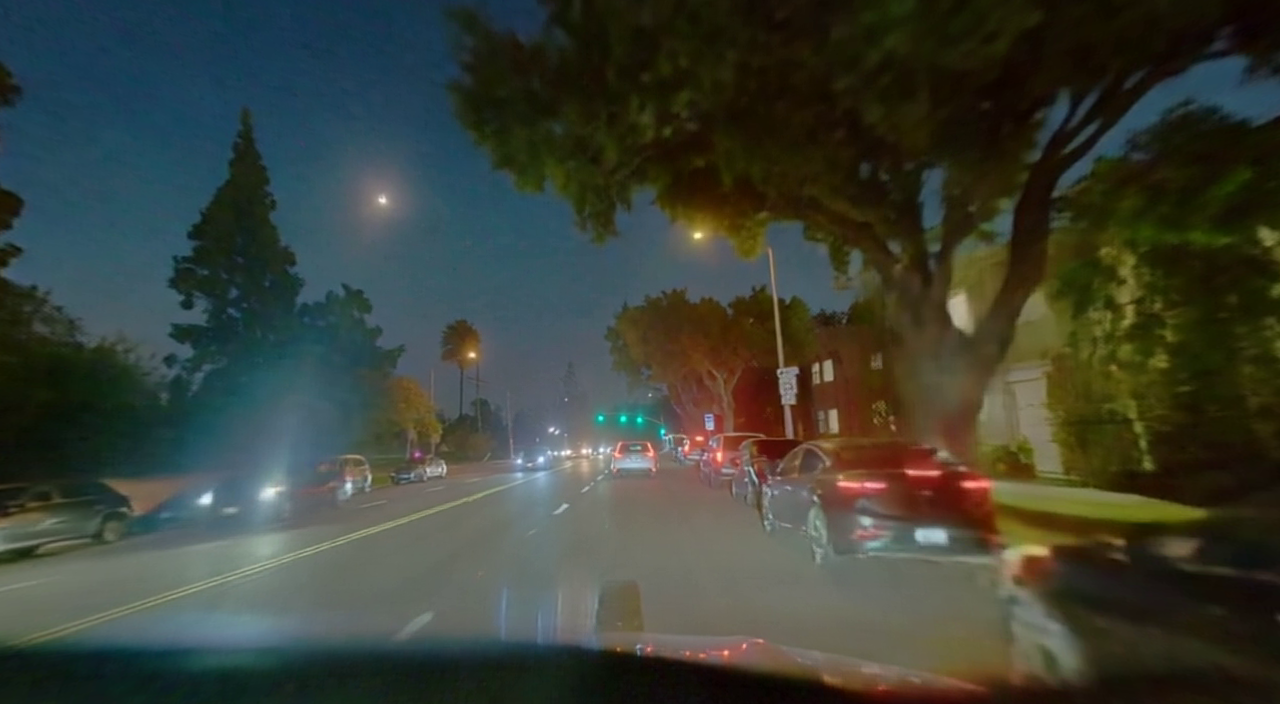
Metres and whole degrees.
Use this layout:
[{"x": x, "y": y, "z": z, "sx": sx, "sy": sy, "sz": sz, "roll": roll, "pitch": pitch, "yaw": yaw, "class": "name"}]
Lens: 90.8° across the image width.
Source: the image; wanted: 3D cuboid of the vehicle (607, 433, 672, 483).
[{"x": -0.013, "y": 3.682, "z": 22.233, "sx": 2.041, "sy": 1.575, "sz": 4.304, "roll": 0, "pitch": -8, "yaw": 0, "class": "vehicle"}]

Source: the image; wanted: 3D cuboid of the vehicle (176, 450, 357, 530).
[{"x": -9.017, "y": 3.316, "z": 15.771, "sx": 1.918, "sy": 1.648, "sz": 4.163, "roll": 0, "pitch": -8, "yaw": 0, "class": "vehicle"}]

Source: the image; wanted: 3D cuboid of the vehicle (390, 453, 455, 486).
[{"x": -12.076, "y": 6.543, "z": 35.417, "sx": 2.070, "sy": 1.610, "sz": 4.356, "roll": 0, "pitch": -8, "yaw": 1, "class": "vehicle"}]

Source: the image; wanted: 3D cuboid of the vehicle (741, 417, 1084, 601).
[{"x": 2.637, "y": 1.642, "z": 7.612, "sx": 2.030, "sy": 1.505, "sz": 4.626, "roll": 0, "pitch": -8, "yaw": 0, "class": "vehicle"}]

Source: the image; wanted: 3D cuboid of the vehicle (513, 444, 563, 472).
[{"x": -5.803, "y": 6.086, "z": 36.451, "sx": 1.987, "sy": 1.478, "sz": 4.693, "roll": 0, "pitch": -8, "yaw": 1, "class": "vehicle"}]

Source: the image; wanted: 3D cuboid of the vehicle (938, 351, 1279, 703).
[{"x": 2.656, "y": 0.701, "z": 1.060, "sx": 2.079, "sy": 1.552, "sz": 4.642, "roll": 0, "pitch": -8, "yaw": 1, "class": "vehicle"}]

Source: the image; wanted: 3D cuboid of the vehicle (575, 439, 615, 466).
[{"x": -2.737, "y": 6.214, "z": 39.211, "sx": 2.117, "sy": 1.528, "sz": 4.277, "roll": 0, "pitch": -8, "yaw": 1, "class": "vehicle"}]

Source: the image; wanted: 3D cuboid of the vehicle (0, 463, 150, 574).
[{"x": -12.194, "y": 3.169, "z": 11.843, "sx": 1.979, "sy": 1.815, "sz": 5.139, "roll": -6, "pitch": -8, "yaw": 0, "class": "vehicle"}]
